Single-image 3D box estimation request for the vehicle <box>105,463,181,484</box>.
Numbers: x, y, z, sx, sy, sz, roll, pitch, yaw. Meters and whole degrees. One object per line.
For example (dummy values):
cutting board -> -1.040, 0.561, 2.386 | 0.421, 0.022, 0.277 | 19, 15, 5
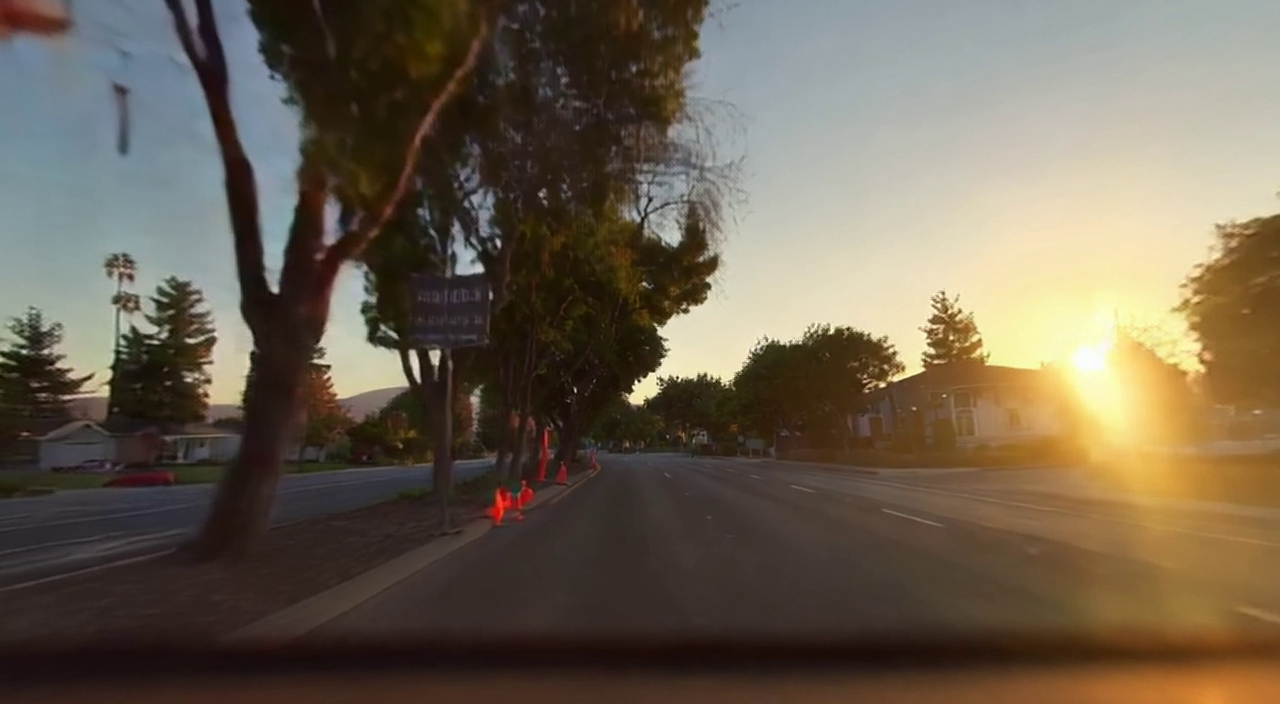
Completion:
vehicle -> -33.695, 8.233, 42.928 | 3.512, 1.321, 1.874 | 0, -8, -4
